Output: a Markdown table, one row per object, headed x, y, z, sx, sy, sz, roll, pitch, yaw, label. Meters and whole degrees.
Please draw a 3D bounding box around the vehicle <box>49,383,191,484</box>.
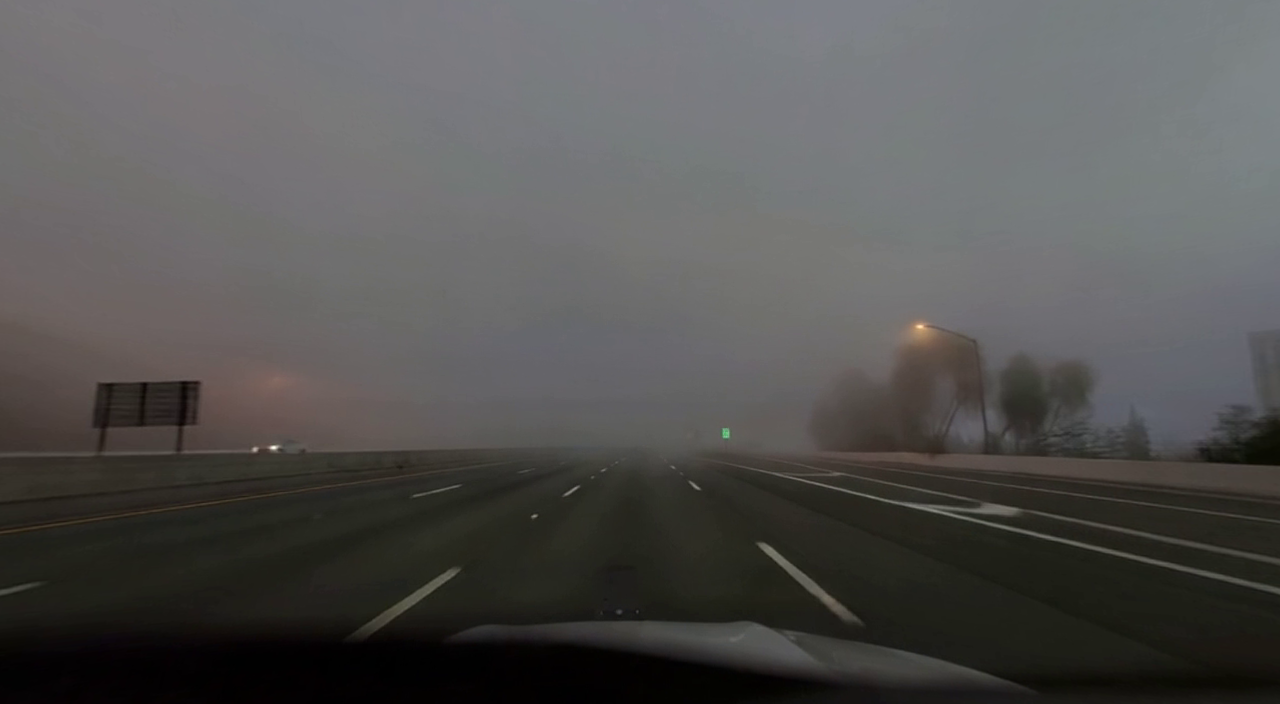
| x | y | z | sx | sy | sz | roll | pitch | yaw | label |
| --- | --- | --- | --- | --- | --- | --- | --- | --- | --- |
| -19.687 | 3.152 | 24.181 | 2.714 | 3.543 | 2.793 | -1 | -10 | 1 | vehicle |
